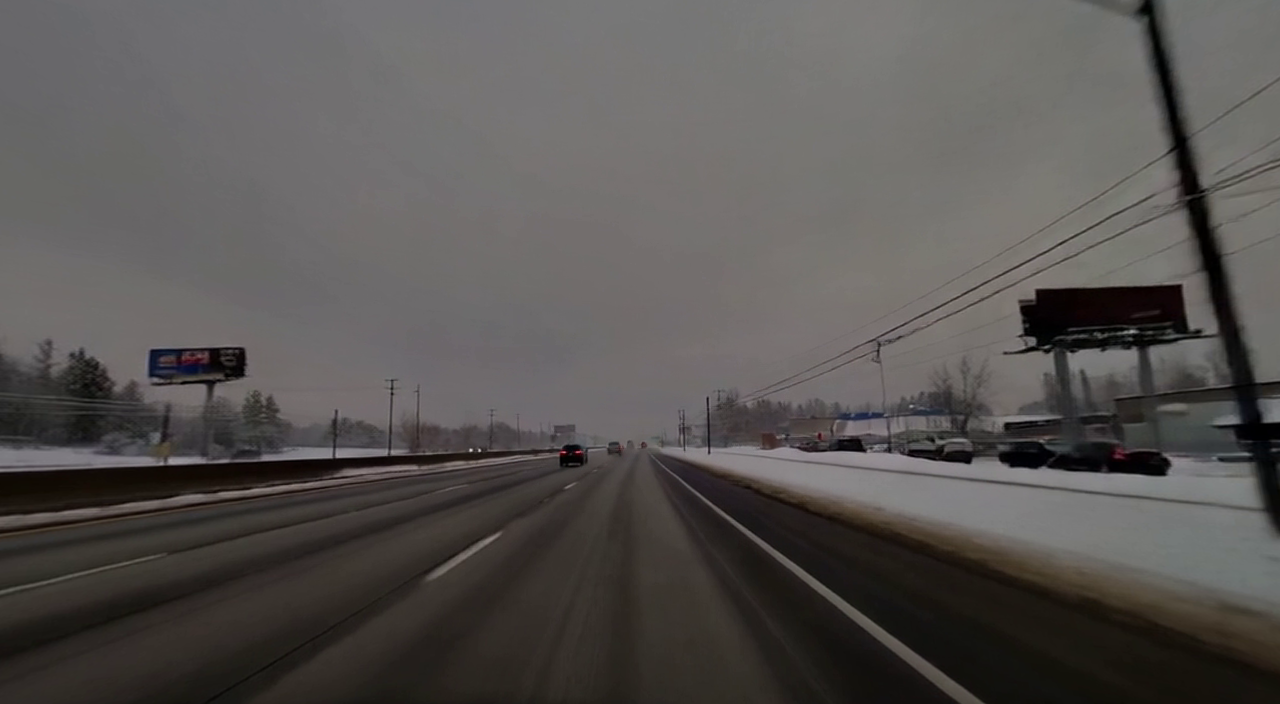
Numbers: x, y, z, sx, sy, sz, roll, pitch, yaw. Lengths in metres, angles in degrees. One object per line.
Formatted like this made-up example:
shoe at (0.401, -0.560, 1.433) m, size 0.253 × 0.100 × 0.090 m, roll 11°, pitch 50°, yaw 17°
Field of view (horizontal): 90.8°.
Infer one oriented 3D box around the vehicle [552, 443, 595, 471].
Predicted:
vehicle at (-3.768, 6.042, 36.627) m, size 1.940 × 1.479 × 4.545 m, roll 0°, pitch -9°, yaw 1°

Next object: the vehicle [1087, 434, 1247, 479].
vehicle at (19.066, 3.798, 23.217) m, size 1.806 × 1.466 × 4.711 m, roll 0°, pitch -9°, yaw 0°

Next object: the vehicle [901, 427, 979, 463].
vehicle at (18.831, 5.884, 40.020) m, size 2.165 × 2.077 × 5.451 m, roll 0°, pitch -9°, yaw -1°

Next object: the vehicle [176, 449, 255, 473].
vehicle at (-29.071, 7.436, 43.467) m, size 2.019 × 1.502 × 4.837 m, roll 0°, pitch -9°, yaw 1°
